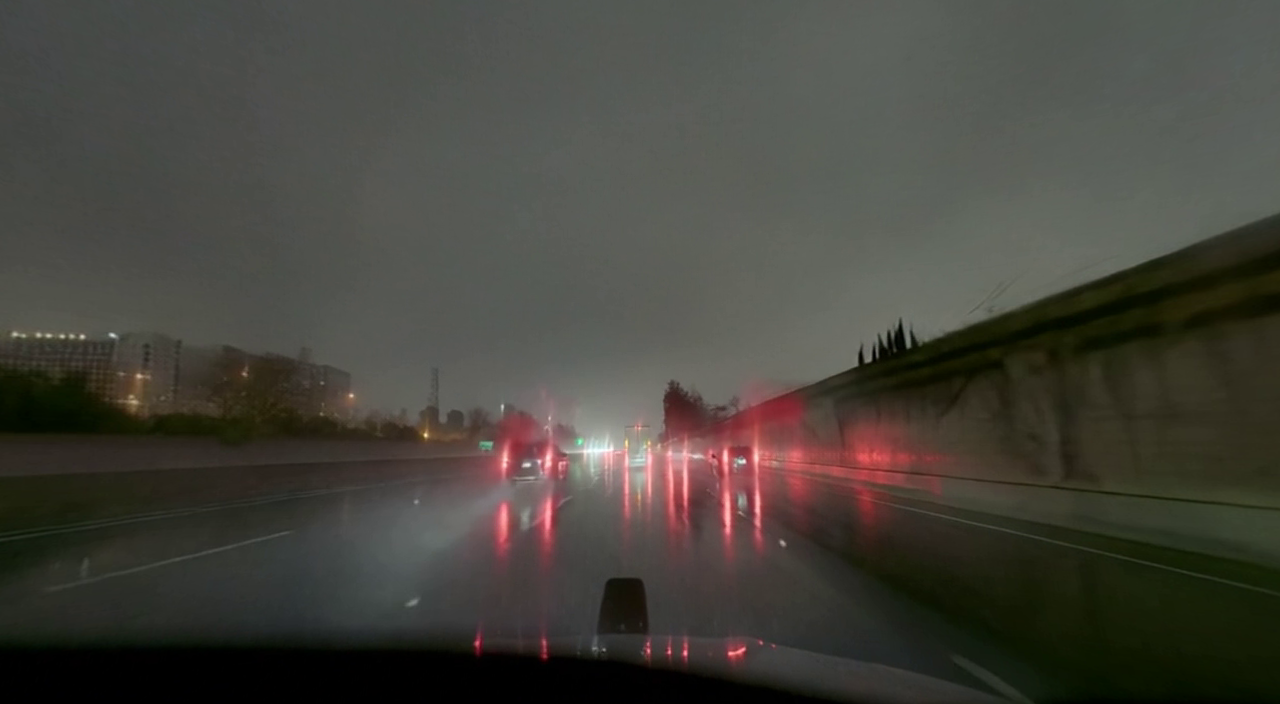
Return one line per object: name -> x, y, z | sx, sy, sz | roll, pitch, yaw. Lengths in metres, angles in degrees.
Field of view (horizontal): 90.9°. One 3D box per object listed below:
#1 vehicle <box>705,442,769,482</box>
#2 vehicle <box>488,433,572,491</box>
vehicle -> 4.035, 4.664, 26.865 | 1.973, 1.536, 4.337 | 0, -9, -1
vehicle -> -3.700, 3.803, 22.094 | 2.014, 1.811, 4.369 | 0, -9, 2
